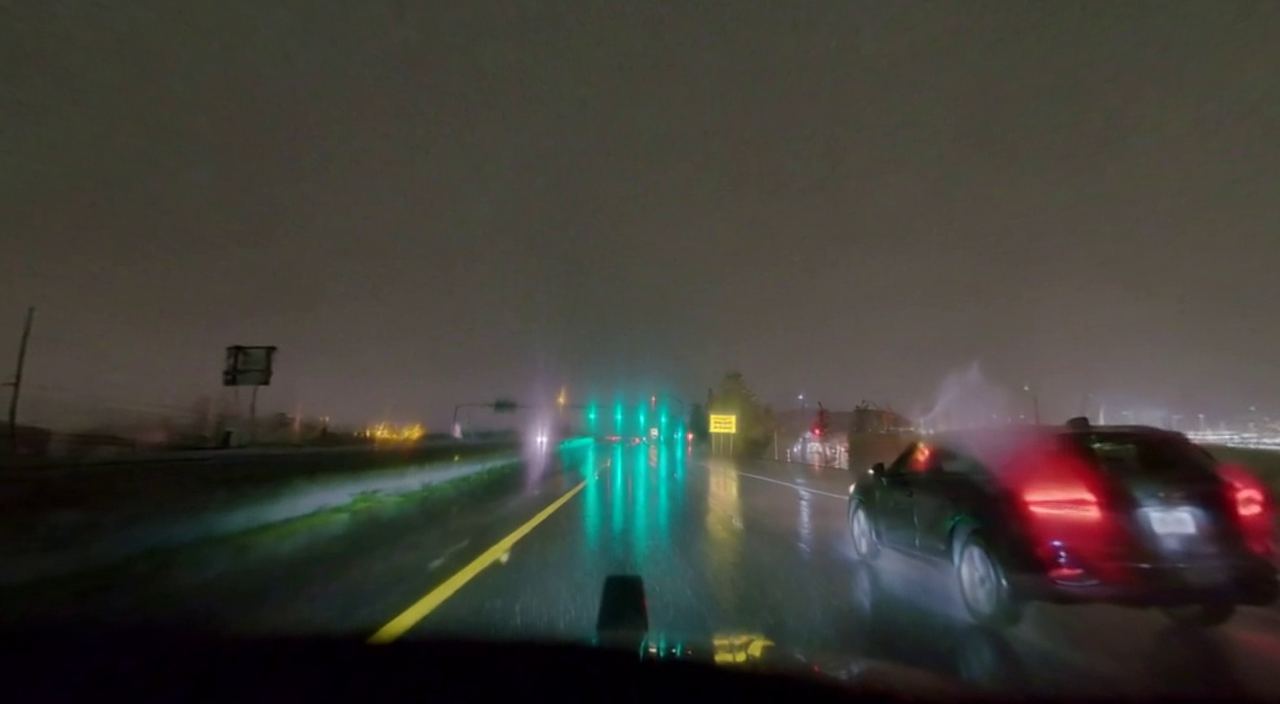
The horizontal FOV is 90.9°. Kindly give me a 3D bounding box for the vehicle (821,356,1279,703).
[{"bbox_3d":[3.134,1.176,5.197,2.059,1.715,4.192,0,-8,1],"label":"vehicle"}]
